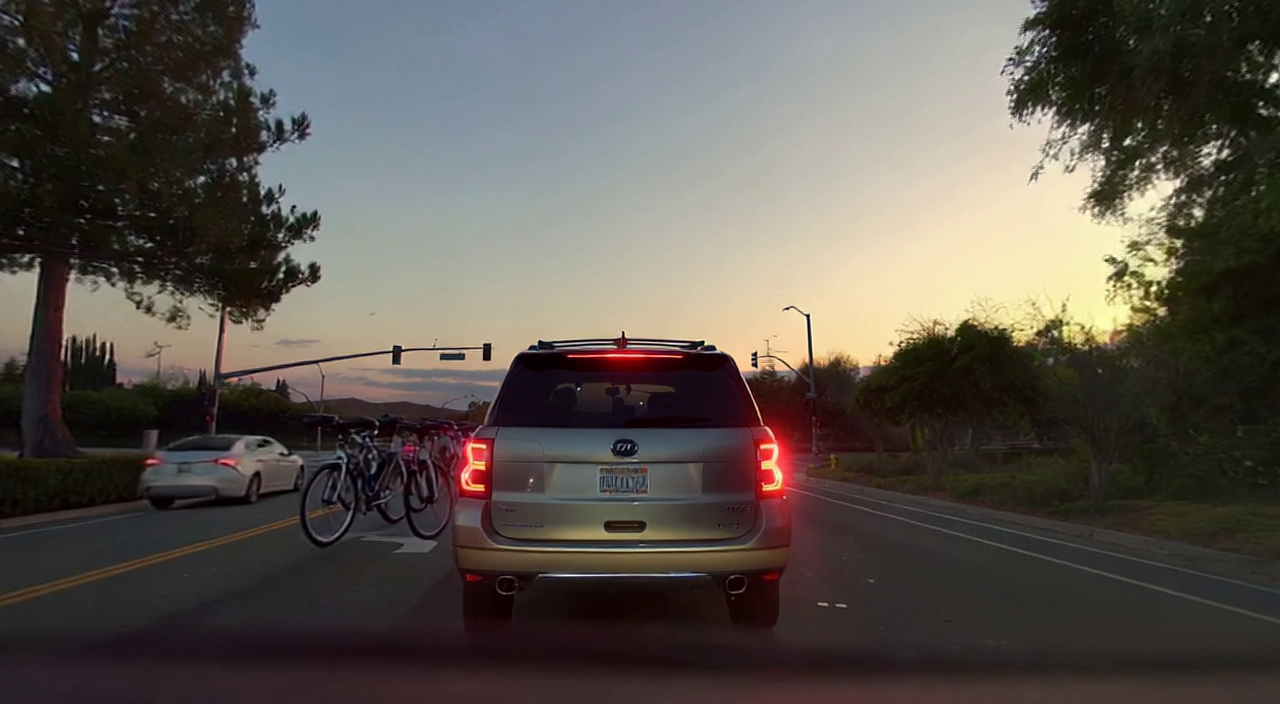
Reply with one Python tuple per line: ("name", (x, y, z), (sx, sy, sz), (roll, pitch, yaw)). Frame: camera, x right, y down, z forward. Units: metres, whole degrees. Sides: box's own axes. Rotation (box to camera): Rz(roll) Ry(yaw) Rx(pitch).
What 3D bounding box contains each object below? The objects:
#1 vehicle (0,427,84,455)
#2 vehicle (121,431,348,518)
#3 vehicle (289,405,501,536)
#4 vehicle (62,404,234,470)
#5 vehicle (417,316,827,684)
("vehicle", (-36.693, 5.405, 38.354), (3.926, 1.536, 1.731), (-1, -8, -8))
("vehicle", (-8.204, 2.501, 13.447), (2.024, 1.511, 4.550), (0, -8, -4))
("vehicle", (-4.131, 2.116, 11.894), (2.337, 1.858, 5.409), (1, -9, -6))
("vehicle", (-30.829, 5.389, 39.934), (8.040, 3.335, 3.070), (-3, -9, -8))
("vehicle", (-0.235, 1.159, 6.004), (2.333, 2.087, 4.586), (0, -8, -4))
